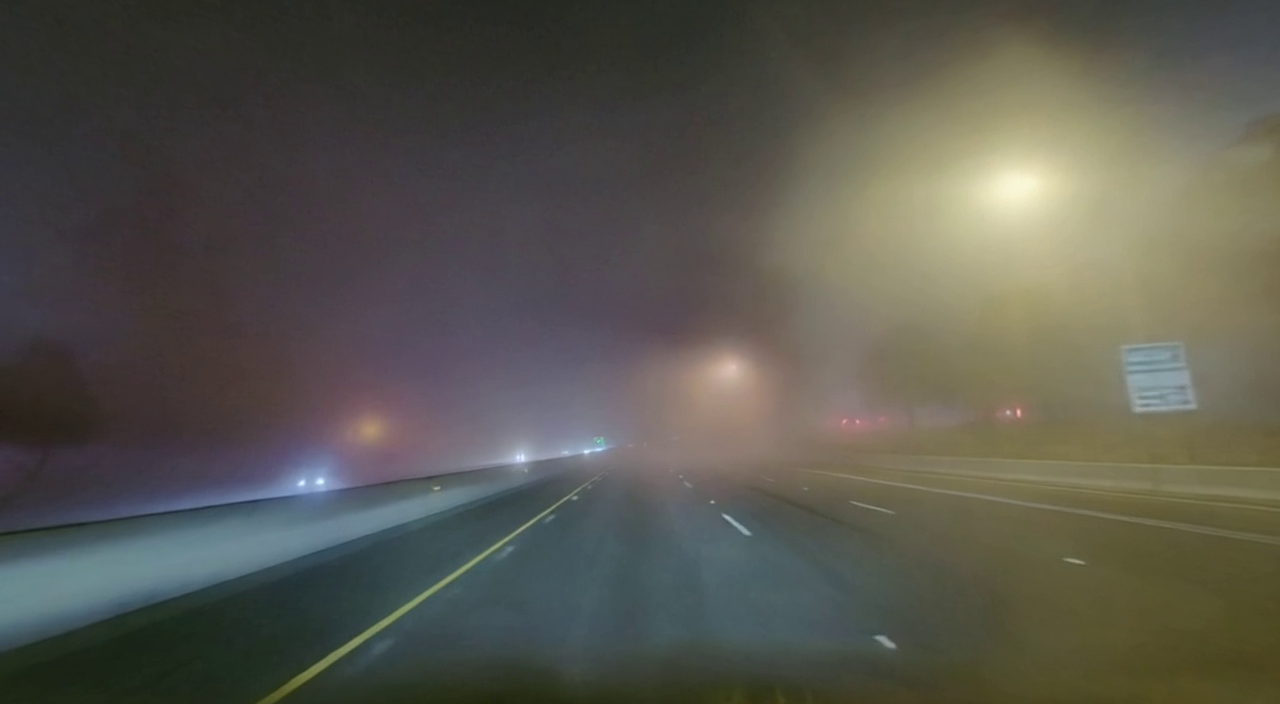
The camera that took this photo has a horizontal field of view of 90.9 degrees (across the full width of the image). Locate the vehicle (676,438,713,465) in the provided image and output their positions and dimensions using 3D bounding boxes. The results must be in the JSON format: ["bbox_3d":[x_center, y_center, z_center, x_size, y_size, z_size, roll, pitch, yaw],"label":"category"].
[{"bbox_3d":[3.780,6.962,44.325,2.099,1.748,4.331,0,-8,-2],"label":"vehicle"}]

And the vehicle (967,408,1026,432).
[{"bbox_3d":[26.230,5.055,46.556,1.887,1.537,3.996,0,-8,-2],"label":"vehicle"}]
